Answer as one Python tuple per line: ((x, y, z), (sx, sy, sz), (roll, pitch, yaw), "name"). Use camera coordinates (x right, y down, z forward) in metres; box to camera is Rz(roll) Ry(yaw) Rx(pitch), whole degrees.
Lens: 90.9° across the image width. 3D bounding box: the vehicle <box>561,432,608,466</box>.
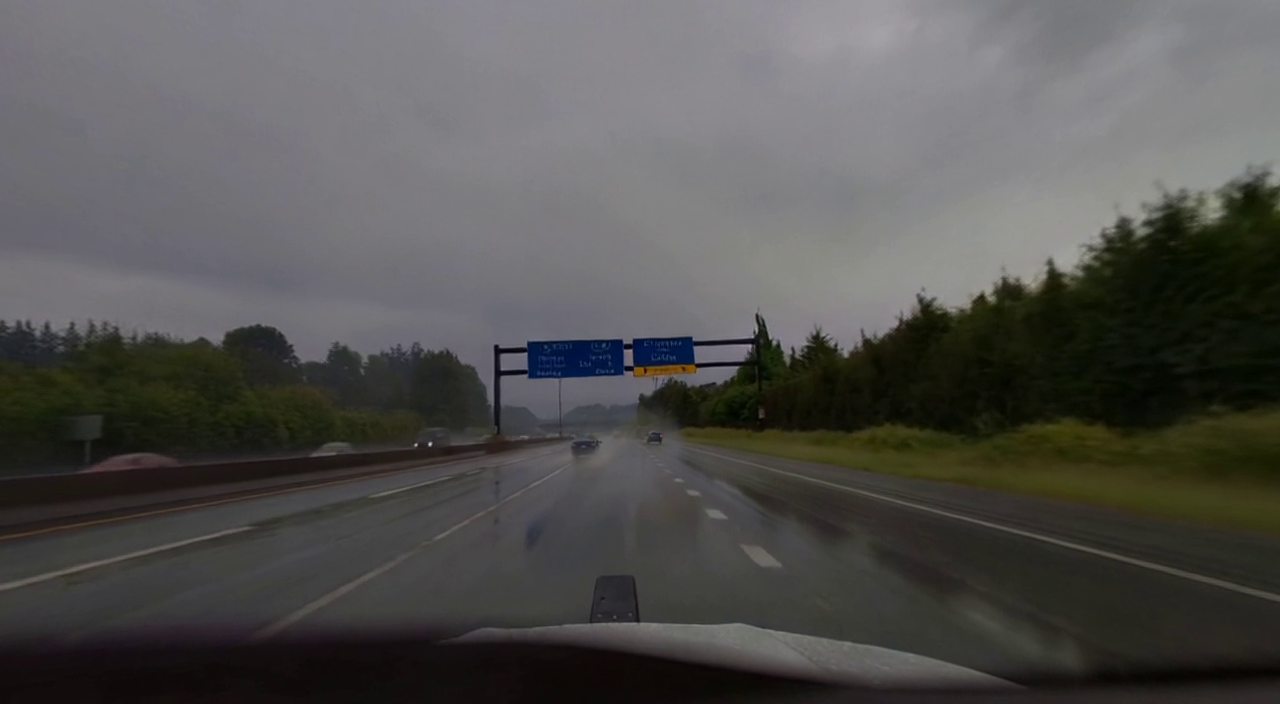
((-2.595, 4.591, 30.189), (2.000, 1.491, 3.913), (0, -8, -1), "vehicle")
